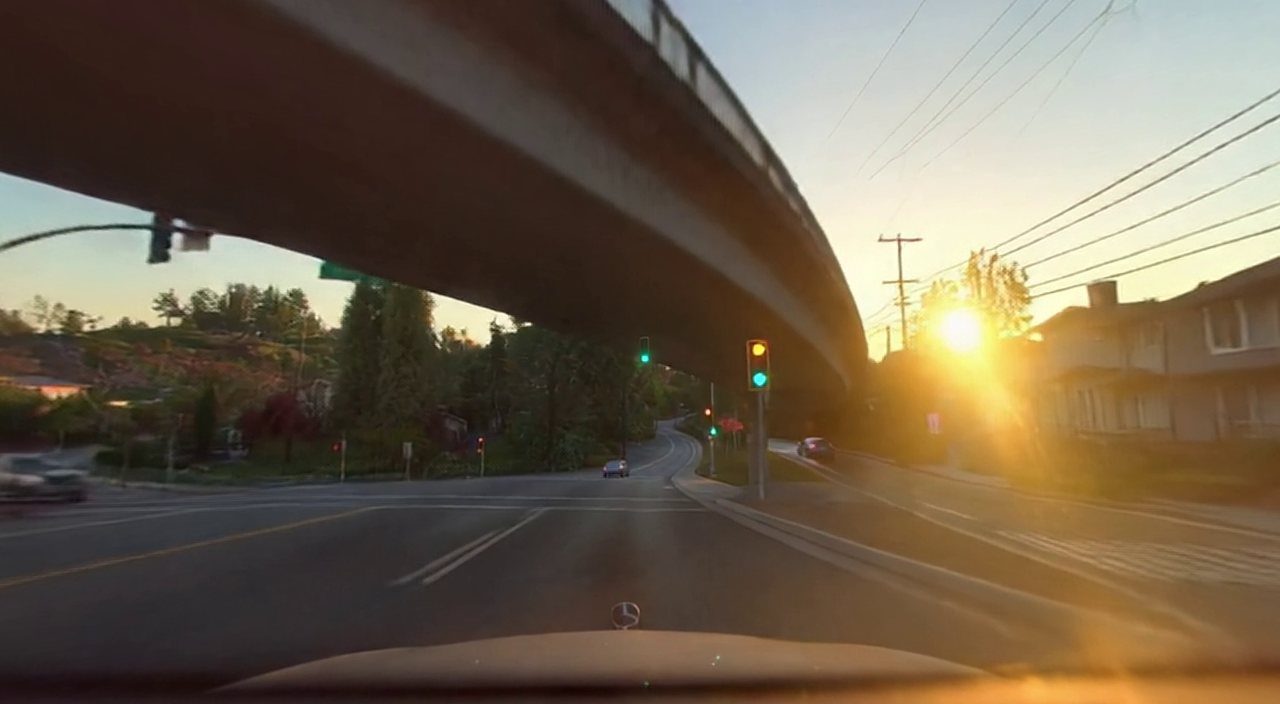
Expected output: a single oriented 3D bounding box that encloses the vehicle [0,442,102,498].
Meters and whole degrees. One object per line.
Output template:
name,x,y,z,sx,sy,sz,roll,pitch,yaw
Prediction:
vehicle,-19.525,3.583,19.414,3.877,1.623,2.049,2,-9,-9
